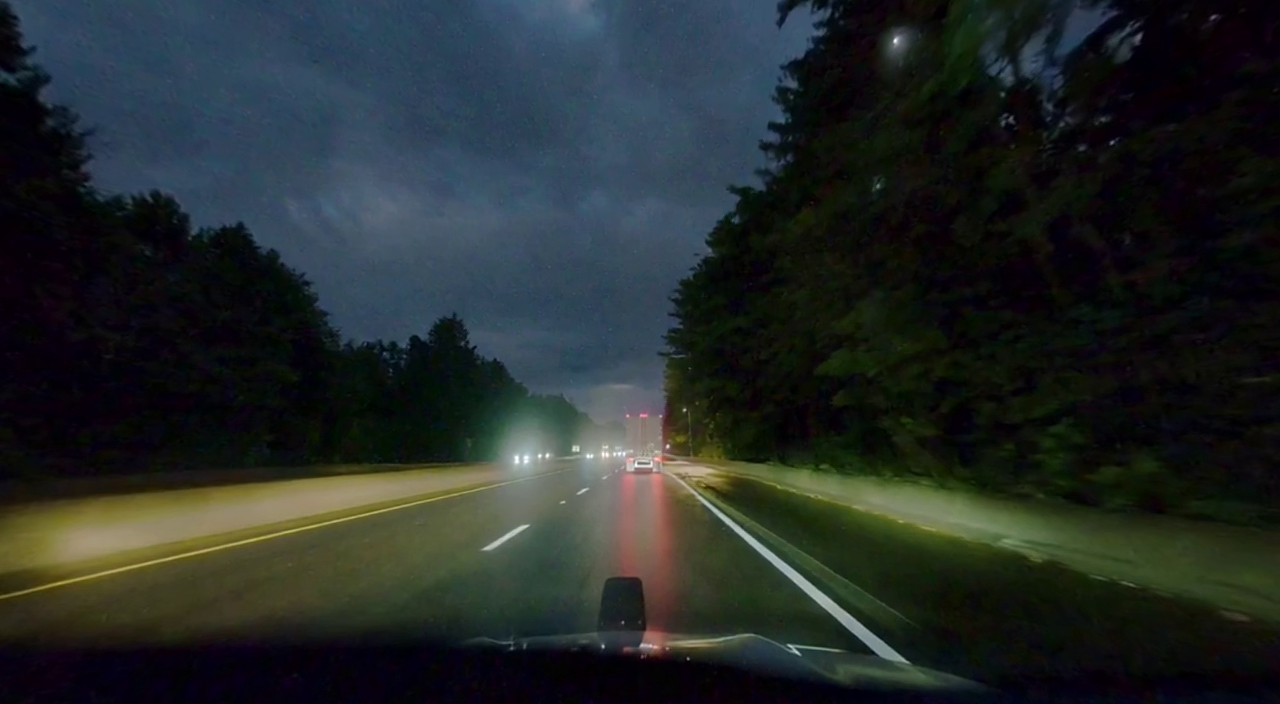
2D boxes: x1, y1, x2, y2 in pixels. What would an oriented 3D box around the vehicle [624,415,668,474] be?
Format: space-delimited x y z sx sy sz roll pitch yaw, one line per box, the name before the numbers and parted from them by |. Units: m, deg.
vehicle | 0.453 7.121 48.305 3.024 3.965 10.399 0 -9 0
